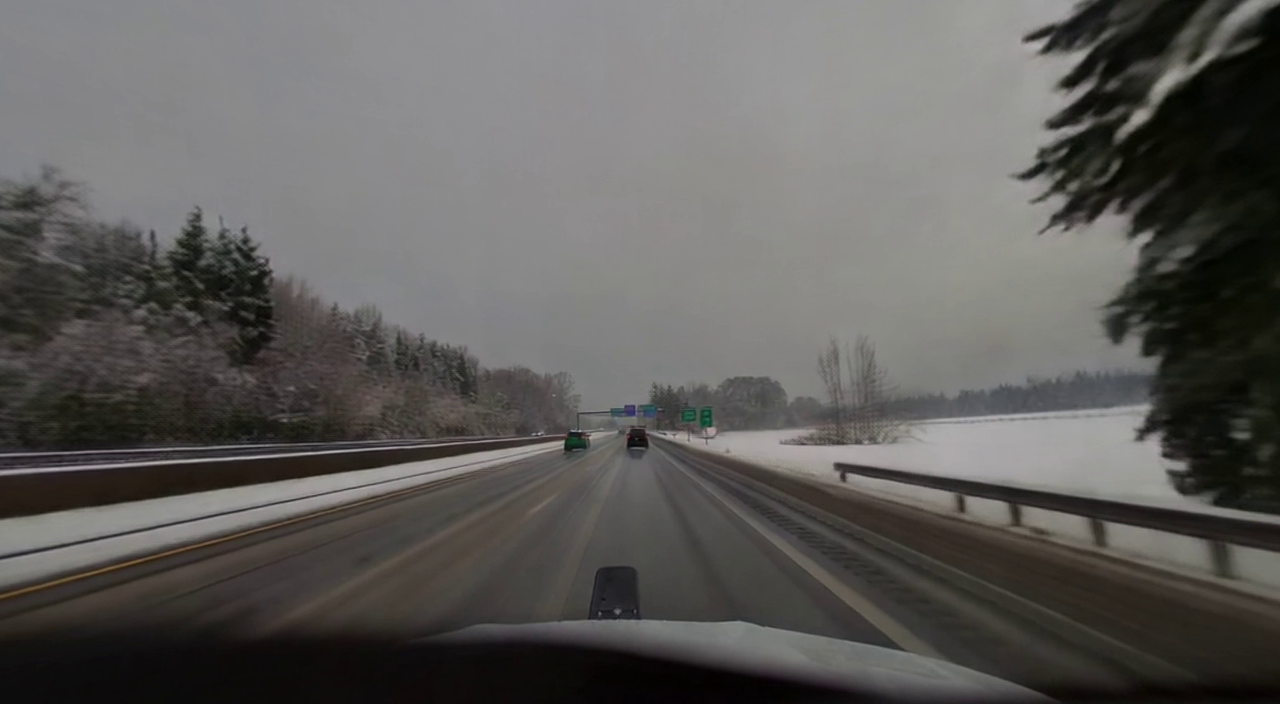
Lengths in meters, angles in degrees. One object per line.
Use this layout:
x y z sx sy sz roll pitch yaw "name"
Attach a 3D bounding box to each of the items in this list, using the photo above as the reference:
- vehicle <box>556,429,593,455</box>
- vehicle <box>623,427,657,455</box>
-4.352 6.069 42.532 2.055 1.610 4.116 0 -8 0 "vehicle"
-0.041 5.912 41.956 2.170 1.790 4.490 0 -8 -1 "vehicle"
